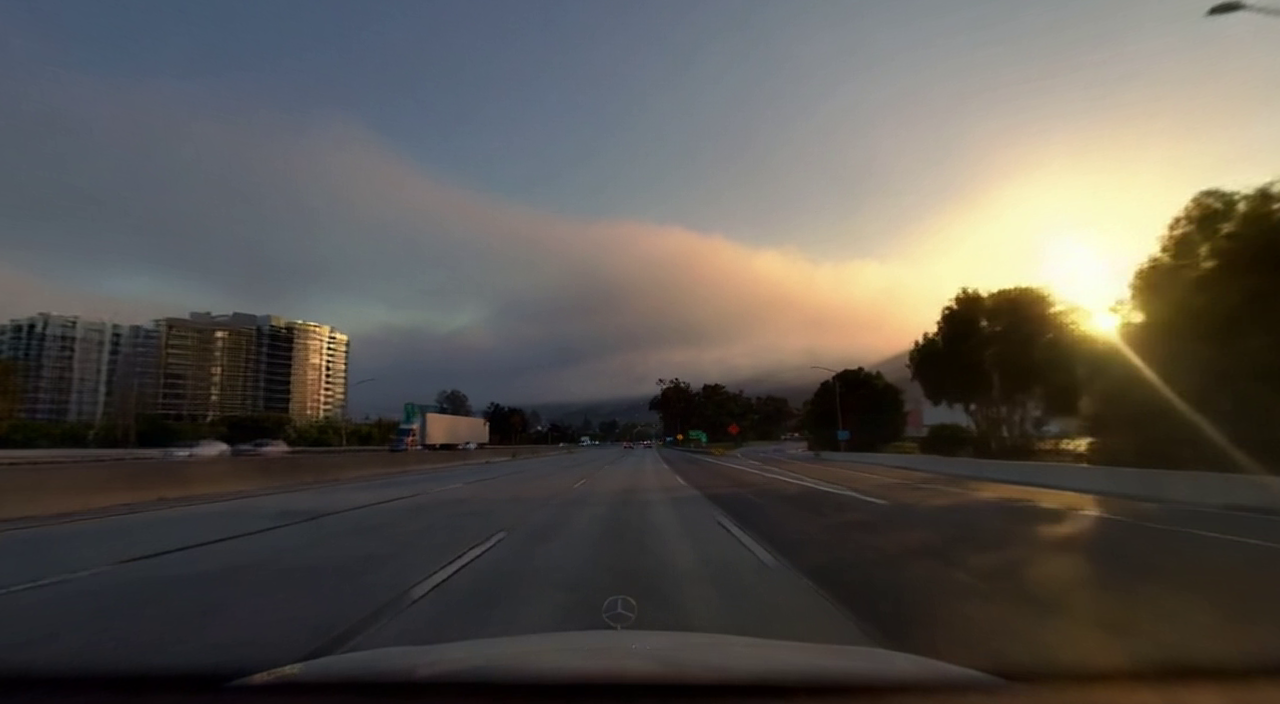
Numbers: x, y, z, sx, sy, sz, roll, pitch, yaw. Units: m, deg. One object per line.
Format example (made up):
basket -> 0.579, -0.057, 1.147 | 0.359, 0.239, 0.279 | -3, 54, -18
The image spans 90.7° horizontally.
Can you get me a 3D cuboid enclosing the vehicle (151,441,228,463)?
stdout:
vehicle -> -31.907, 7.077, 44.988 | 2.065, 1.462, 4.592 | 0, -9, 0
